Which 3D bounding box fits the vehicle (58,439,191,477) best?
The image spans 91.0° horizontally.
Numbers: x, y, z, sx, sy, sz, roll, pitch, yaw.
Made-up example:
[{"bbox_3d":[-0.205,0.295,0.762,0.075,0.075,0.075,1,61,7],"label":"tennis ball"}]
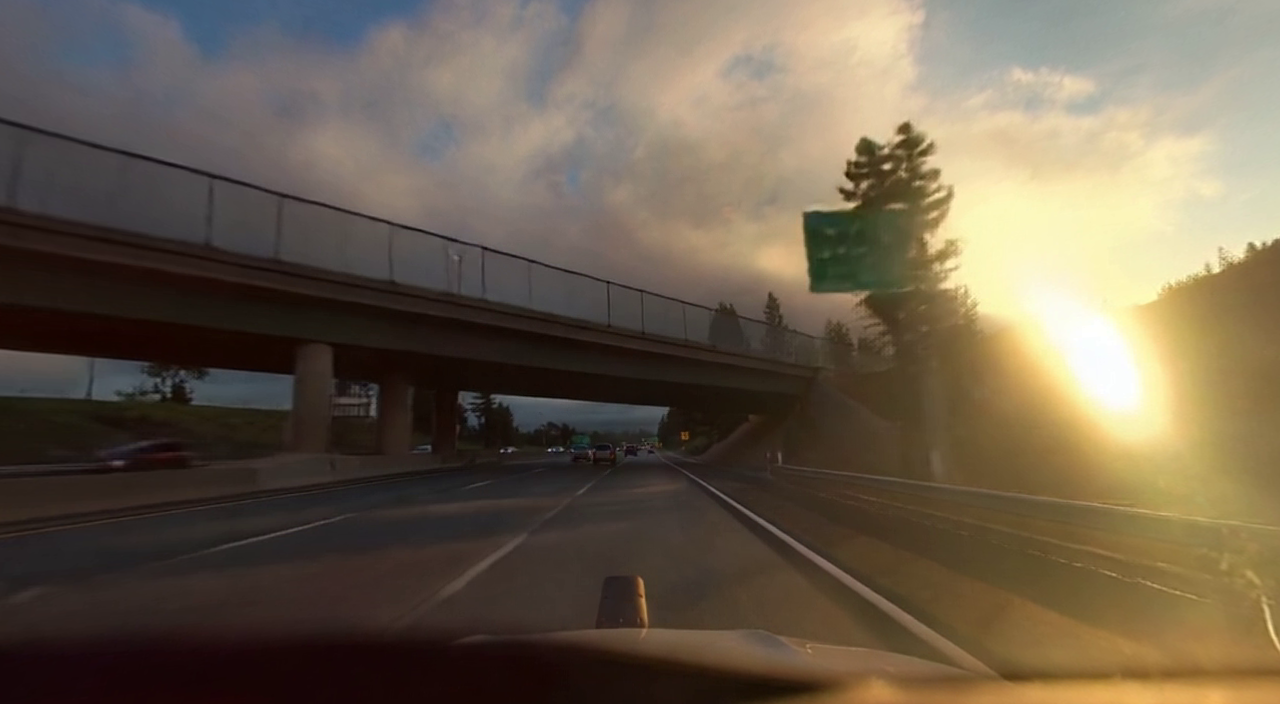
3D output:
[{"bbox_3d":[-28.702,5.942,35.453,2.284,1.914,6.108,0,-9,1],"label":"vehicle"}]
